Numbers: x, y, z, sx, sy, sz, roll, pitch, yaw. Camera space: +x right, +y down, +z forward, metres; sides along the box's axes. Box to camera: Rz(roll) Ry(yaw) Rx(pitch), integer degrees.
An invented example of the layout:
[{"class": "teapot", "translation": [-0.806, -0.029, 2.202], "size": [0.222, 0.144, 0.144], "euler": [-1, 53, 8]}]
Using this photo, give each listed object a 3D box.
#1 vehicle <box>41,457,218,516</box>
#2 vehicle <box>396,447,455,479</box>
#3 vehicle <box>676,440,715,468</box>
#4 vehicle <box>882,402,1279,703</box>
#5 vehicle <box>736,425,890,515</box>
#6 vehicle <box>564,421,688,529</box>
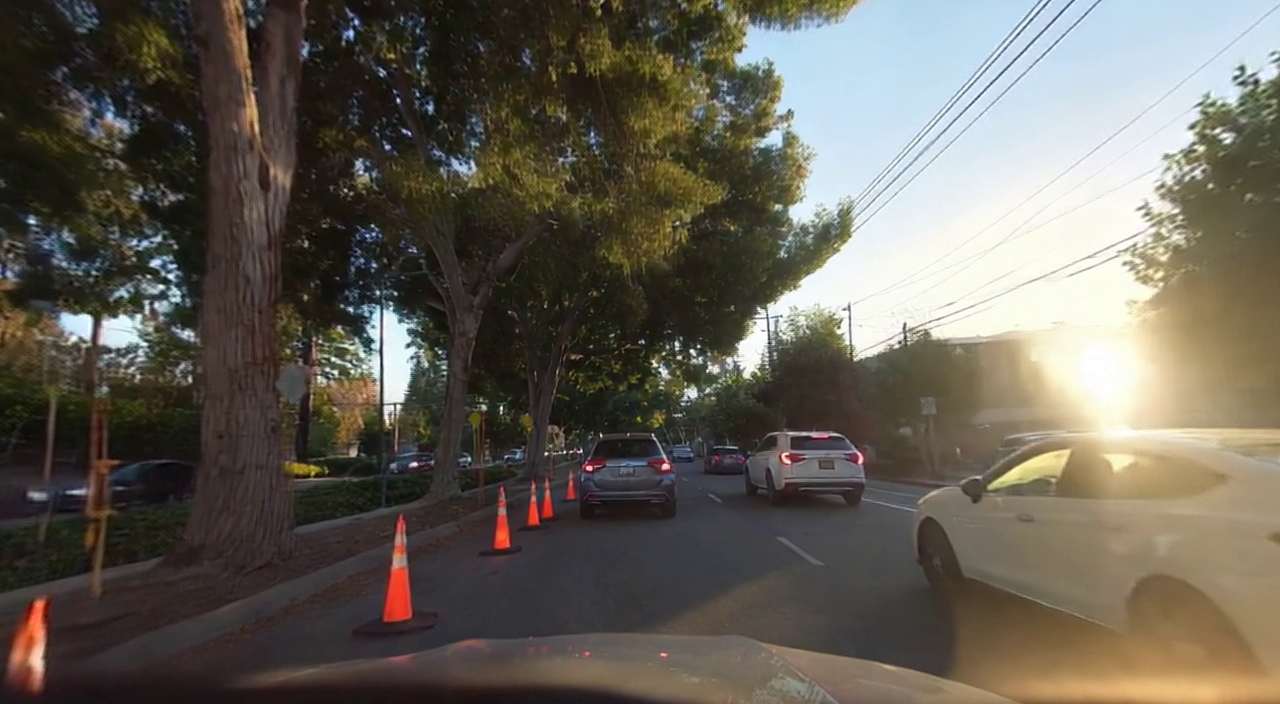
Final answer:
[{"class": "vehicle", "translation": [-16.494, 4.316, 20.832], "size": [1.922, 1.588, 4.682], "euler": [-1, -8, 0]}, {"class": "vehicle", "translation": [-12.658, 6.544, 37.572], "size": [1.911, 1.693, 4.452], "euler": [-1, -8, 0]}, {"class": "vehicle", "translation": [3.694, 6.896, 42.910], "size": [2.175, 1.788, 4.271], "euler": [0, -8, -2]}, {"class": "vehicle", "translation": [3.393, 1.130, 3.860], "size": [1.977, 1.460, 4.565], "euler": [0, -8, 0]}, {"class": "vehicle", "translation": [3.757, 2.656, 14.753], "size": [2.116, 1.726, 4.672], "euler": [0, -8, -2]}, {"class": "vehicle", "translation": [-0.275, 2.332, 12.525], "size": [2.050, 1.745, 3.915], "euler": [0, -8, -1]}]
